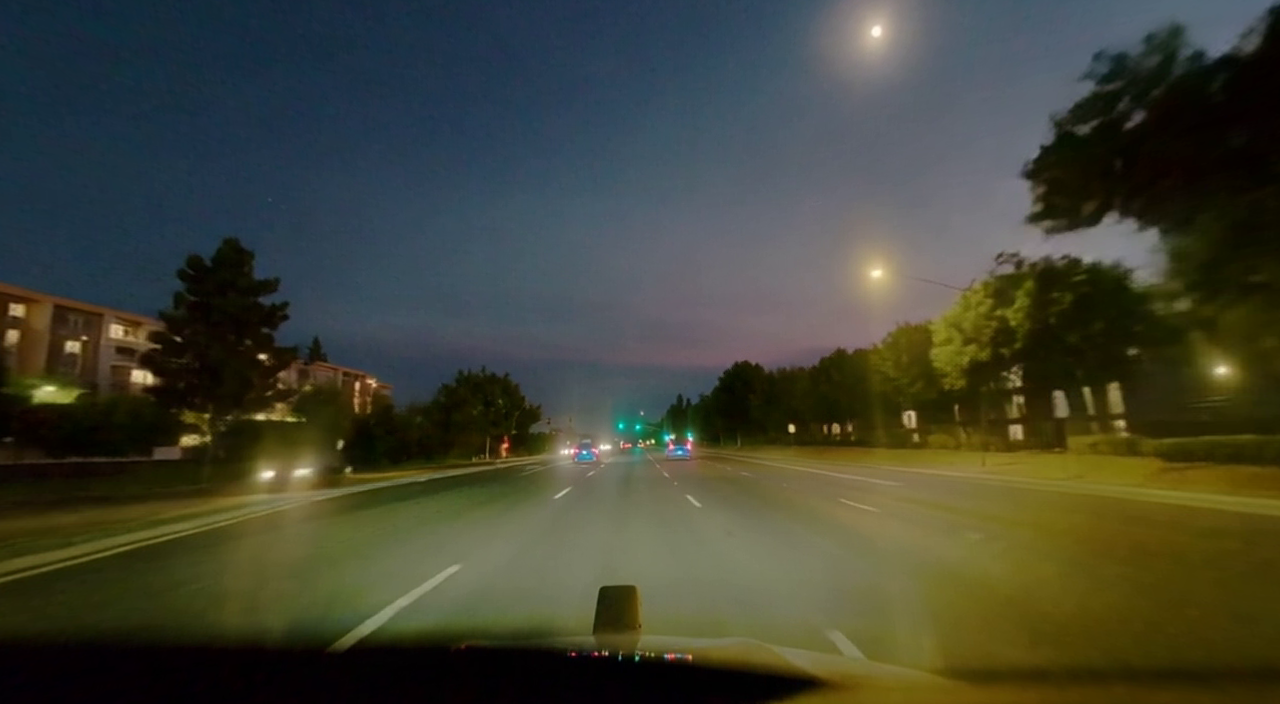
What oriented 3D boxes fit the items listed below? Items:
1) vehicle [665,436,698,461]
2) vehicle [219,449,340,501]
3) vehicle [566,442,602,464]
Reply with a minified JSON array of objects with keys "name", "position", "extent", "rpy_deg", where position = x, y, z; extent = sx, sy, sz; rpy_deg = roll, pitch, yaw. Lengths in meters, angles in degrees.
[{"name":"vehicle","position":[2.979,7.074,46.313],"extent":[2.072,1.696,4.177],"rpy_deg":[0,-8,-1]},{"name":"vehicle","position":[-12.325,4.194,21.940],"extent":[1.853,1.595,3.960],"rpy_deg":[0,-8,-1]},{"name":"vehicle","position":[-3.852,7.052,44.339],"extent":[2.112,1.471,4.212],"rpy_deg":[0,-8,0]}]
